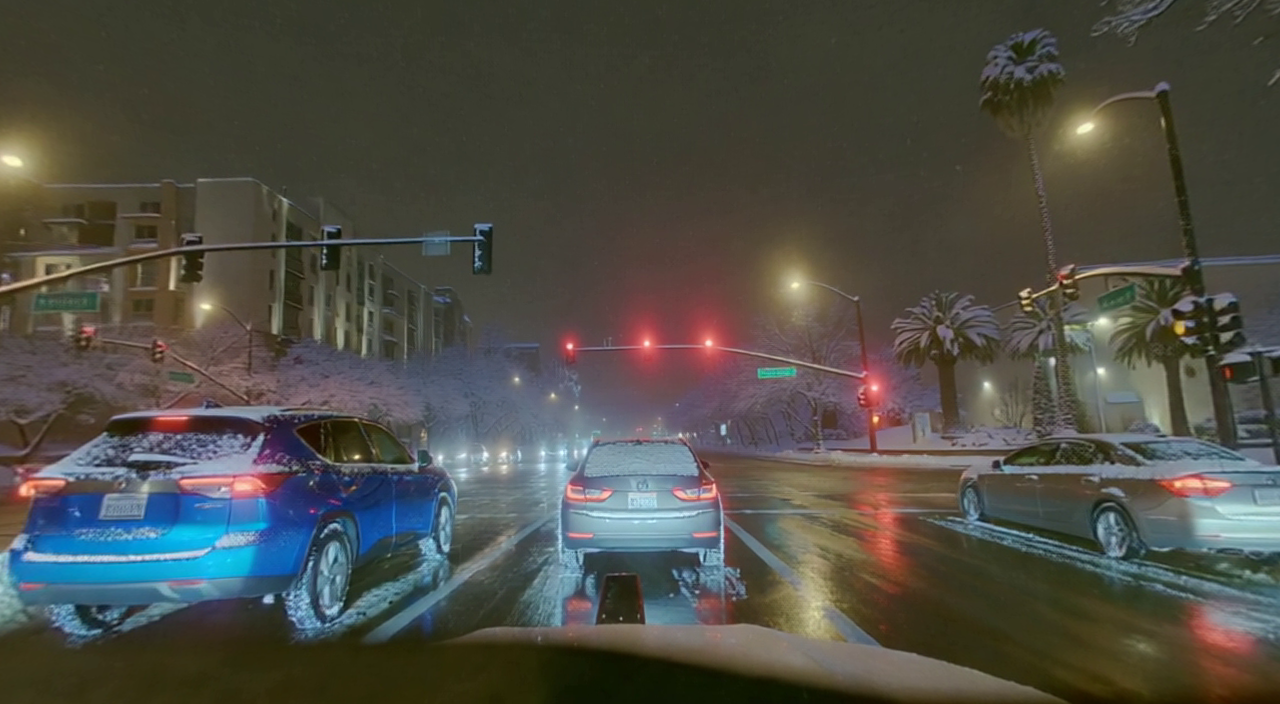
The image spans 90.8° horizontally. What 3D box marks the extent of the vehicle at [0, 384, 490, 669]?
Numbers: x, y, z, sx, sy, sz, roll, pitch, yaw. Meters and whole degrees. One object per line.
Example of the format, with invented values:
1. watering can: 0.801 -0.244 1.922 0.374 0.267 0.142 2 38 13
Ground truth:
1. vehicle: -3.100 1.369 6.084 2.051 1.682 4.467 0 -8 2

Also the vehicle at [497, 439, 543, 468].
1. vehicle: -7.928 6.708 42.031 2.130 1.810 4.450 -2 -8 1

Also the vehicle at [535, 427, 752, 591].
1. vehicle: 0.000 1.705 7.722 1.942 1.445 3.973 0 -8 -1

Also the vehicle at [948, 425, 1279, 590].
1. vehicle: 6.090 1.760 8.095 1.970 1.489 4.482 0 -8 -1
